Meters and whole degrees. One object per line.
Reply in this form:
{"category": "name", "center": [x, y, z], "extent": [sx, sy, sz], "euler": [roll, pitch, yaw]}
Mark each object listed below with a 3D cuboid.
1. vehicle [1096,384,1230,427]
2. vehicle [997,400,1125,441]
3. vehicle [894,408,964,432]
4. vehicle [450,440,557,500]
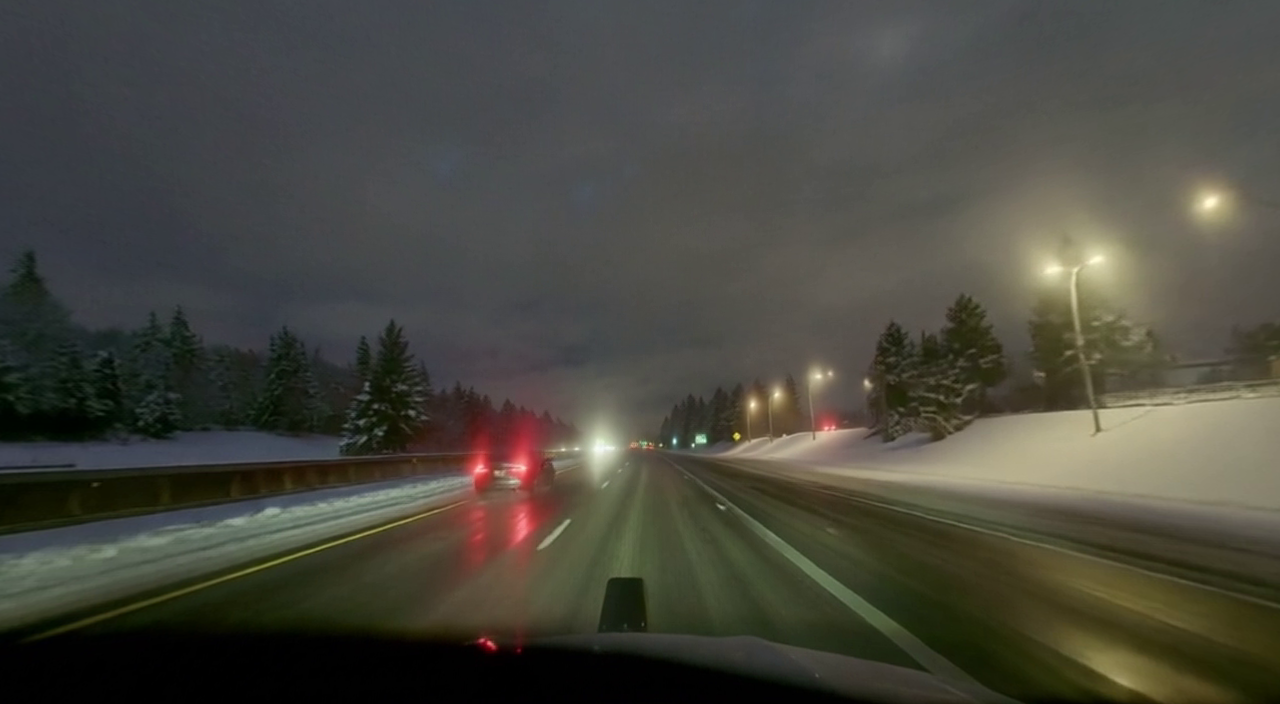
{"category": "vehicle", "center": [20.947, 2.207, 25.465], "extent": [3.860, 1.519, 1.697], "euler": [-6, -10, 33]}
{"category": "vehicle", "center": [19.711, 3.285, 29.632], "extent": [4.728, 1.706, 1.975], "euler": [-7, -11, 36]}
{"category": "vehicle", "center": [21.524, 5.098, 46.935], "extent": [4.459, 1.642, 1.856], "euler": [-5, -10, 30]}
{"category": "vehicle", "center": [-3.798, 3.369, 18.425], "extent": [2.021, 1.526, 4.385], "euler": [0, -8, 2]}
